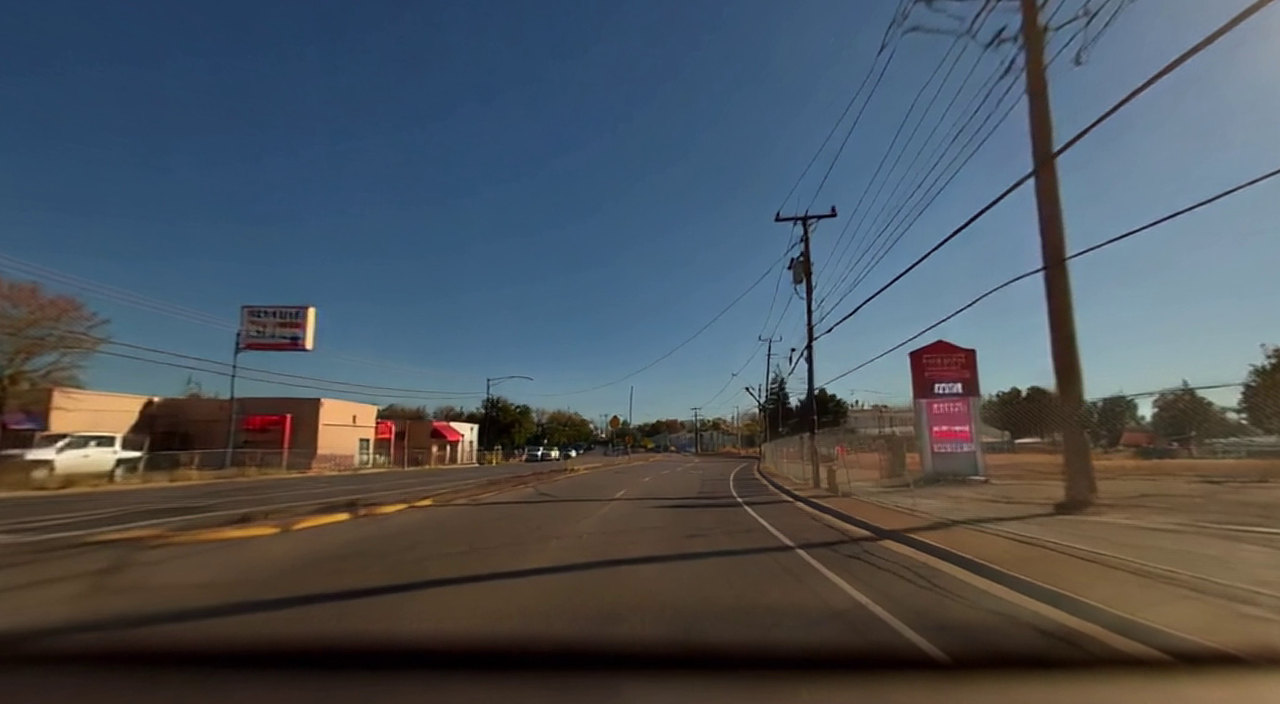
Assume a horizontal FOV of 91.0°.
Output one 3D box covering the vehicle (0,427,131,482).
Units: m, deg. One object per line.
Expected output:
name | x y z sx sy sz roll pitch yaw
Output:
vehicle | -23.746 4.099 25.080 5.785 2.002 2.241 -4 -9 14

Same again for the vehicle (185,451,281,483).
vehicle | -21.452 6.015 33.219 4.147 1.562 1.805 -2 -9 16
